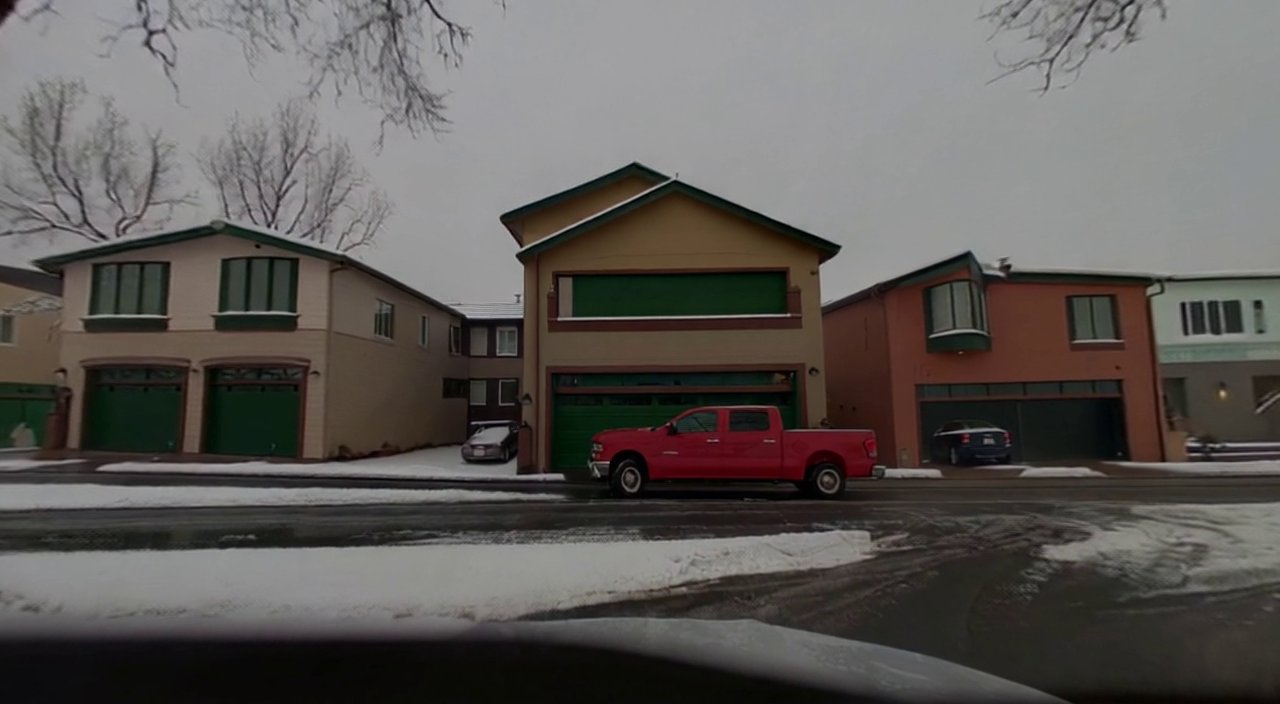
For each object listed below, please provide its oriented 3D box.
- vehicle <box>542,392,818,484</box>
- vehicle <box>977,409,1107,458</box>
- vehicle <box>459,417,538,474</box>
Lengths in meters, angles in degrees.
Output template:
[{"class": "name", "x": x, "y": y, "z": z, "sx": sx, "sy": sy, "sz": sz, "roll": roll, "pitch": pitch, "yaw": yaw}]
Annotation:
[{"class": "vehicle", "x": 0.812, "y": 1.911, "z": 13.964, "sx": 5.600, "sy": 1.835, "sz": 2.161, "roll": 0, "pitch": -8, "yaw": 1}, {"class": "vehicle", "x": 15.532, "y": 3.196, "z": 24.529, "sx": 3.770, "sy": 1.496, "sz": 1.951, "roll": 5, "pitch": -10, "yaw": 2}, {"class": "vehicle", "x": -4.879, "y": 3.219, "z": 22.276, "sx": 1.869, "sy": 1.460, "sz": 3.826, "roll": -4, "pitch": -3, "yaw": 0}]
